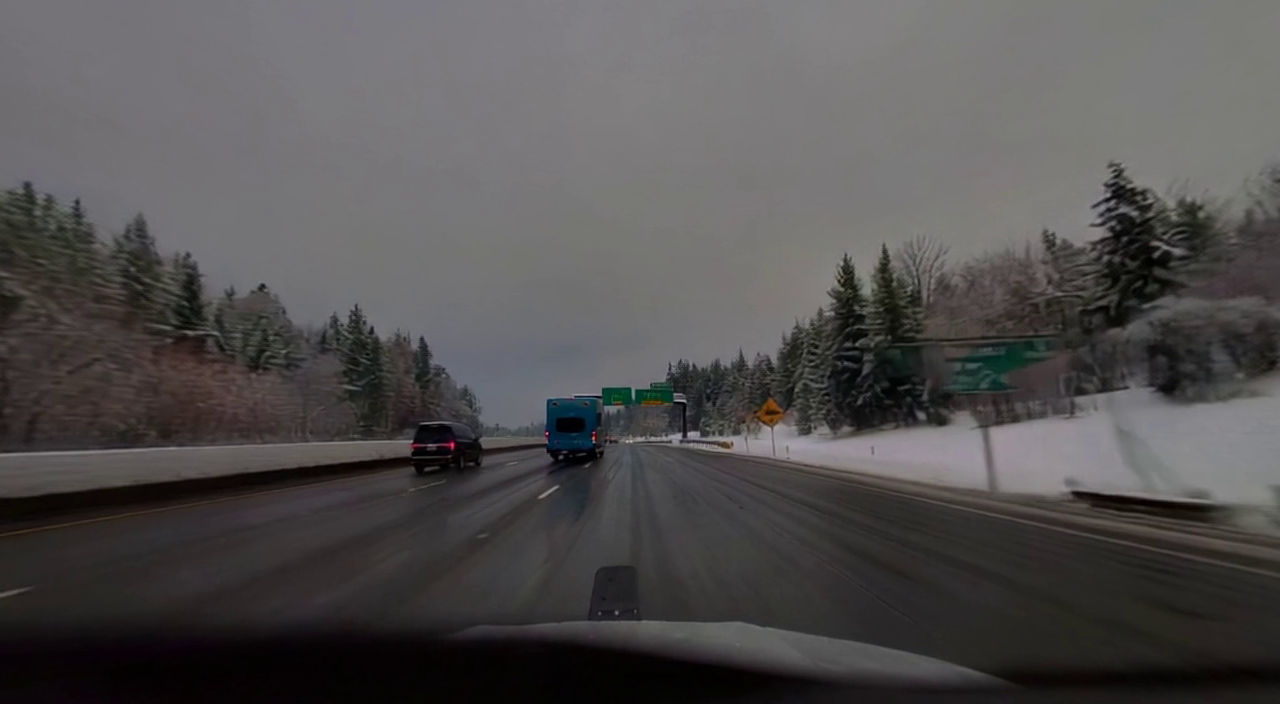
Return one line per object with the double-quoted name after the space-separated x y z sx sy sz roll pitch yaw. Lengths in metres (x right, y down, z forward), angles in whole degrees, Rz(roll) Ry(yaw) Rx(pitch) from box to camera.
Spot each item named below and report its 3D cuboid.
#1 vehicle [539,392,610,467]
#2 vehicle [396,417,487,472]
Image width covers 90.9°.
-3.034 3.893 31.433 2.676 3.269 7.388 0 -7 1 "vehicle"
-7.366 3.466 23.871 2.045 1.873 4.202 0 -7 0 "vehicle"
